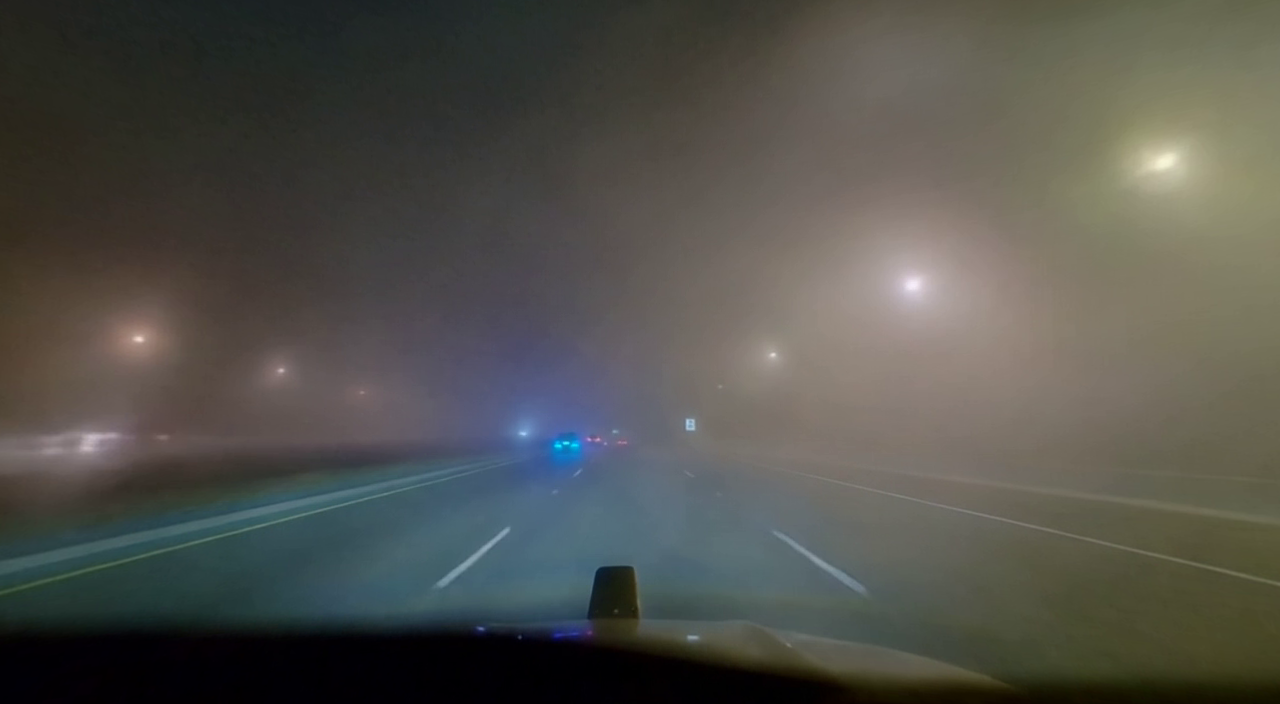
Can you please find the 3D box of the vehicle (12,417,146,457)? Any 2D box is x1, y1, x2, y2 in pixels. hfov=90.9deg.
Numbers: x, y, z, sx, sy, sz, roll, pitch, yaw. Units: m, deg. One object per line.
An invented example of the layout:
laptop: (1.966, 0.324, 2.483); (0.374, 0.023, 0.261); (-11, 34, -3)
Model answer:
vehicle: (-24.804, 3.792, 28.130); (1.849, 1.591, 4.497); (0, -8, -1)

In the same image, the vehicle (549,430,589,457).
vehicle: (-4.384, 5.700, 39.398); (2.062, 1.591, 4.156); (0, -8, -1)
